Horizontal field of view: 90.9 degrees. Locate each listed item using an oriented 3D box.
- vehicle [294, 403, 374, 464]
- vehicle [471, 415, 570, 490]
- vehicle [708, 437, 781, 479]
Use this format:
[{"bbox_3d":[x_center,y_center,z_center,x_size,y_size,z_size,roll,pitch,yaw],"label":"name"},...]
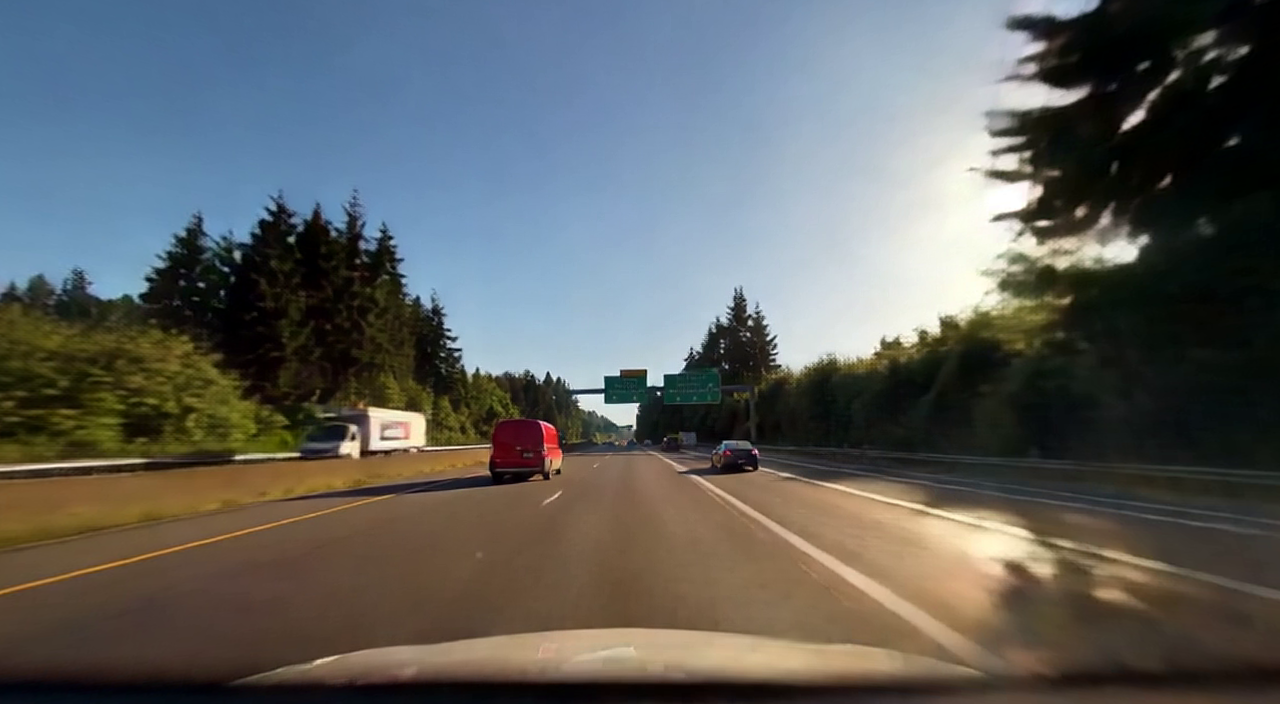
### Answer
[{"bbox_3d":[-20.314,5.458,42.150,2.937,3.848,4.375,0,-8,0],"label":"vehicle"},{"bbox_3d":[-3.563,3.113,19.924,2.275,2.053,5.082,1,-8,-2],"label":"vehicle"},{"bbox_3d":[3.907,4.006,24.240,2.020,1.464,3.803,1,-8,-2],"label":"vehicle"}]
